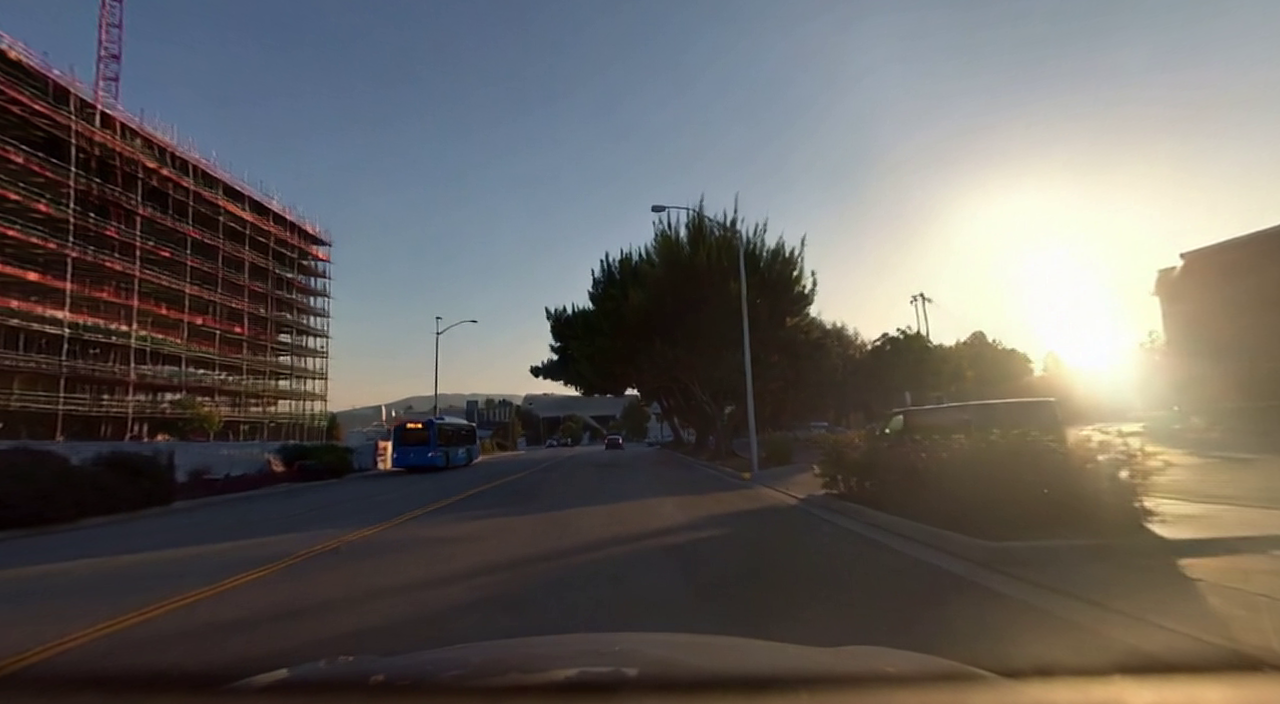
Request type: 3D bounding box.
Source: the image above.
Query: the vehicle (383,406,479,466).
[{"bbox_3d":[-10.810,4.411,33.366,2.979,2.803,5.962,-1,-7,0],"label":"vehicle"}]

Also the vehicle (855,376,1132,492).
[{"bbox_3d":[6.870,1.775,13.418,2.267,1.911,5.816,0,-8,-3],"label":"vehicle"}]

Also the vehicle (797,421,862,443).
[{"bbox_3d":[13.070,5.563,43.698,3.897,1.470,1.829,0,-8,-2],"label":"vehicle"}]
